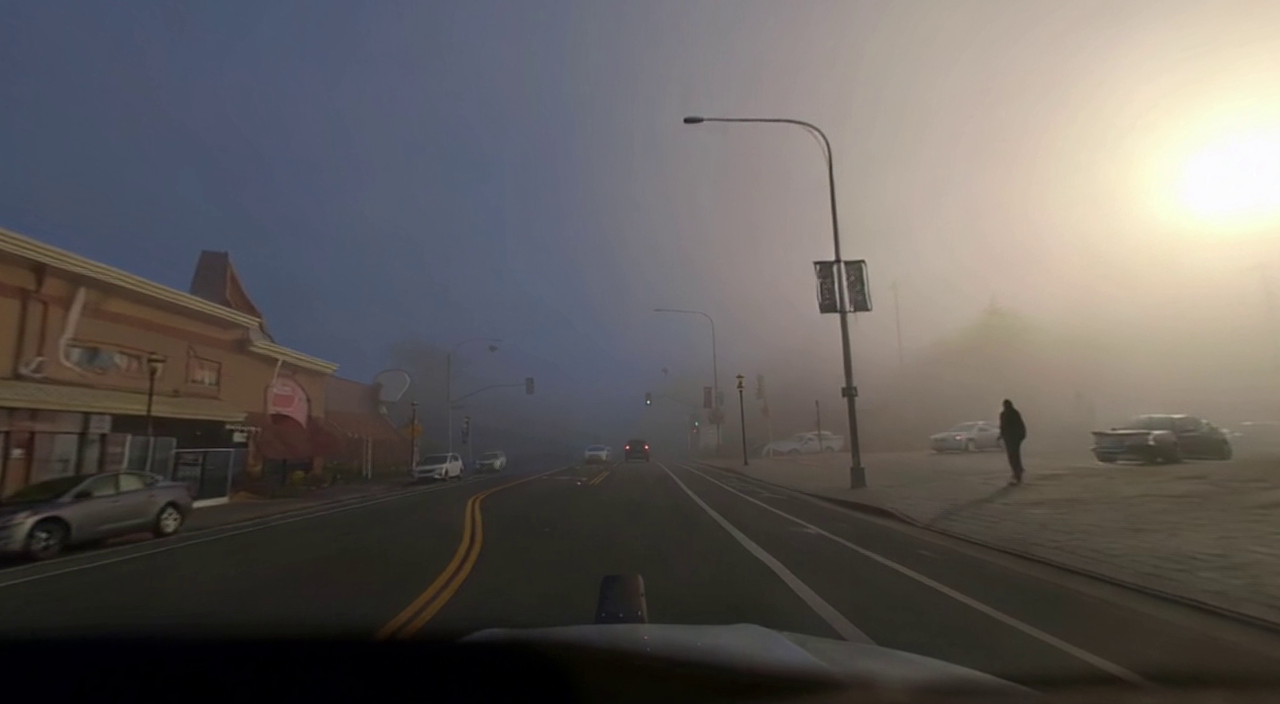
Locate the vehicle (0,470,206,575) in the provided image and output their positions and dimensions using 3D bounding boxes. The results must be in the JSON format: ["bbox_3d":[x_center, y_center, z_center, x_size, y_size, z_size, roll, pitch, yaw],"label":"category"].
[{"bbox_3d":[-10.966,3.130,12.319,1.828,1.470,4.523,0,-8,-1],"label":"vehicle"}]

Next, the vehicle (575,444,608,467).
[{"bbox_3d":[-3.223,6.950,42.664,1.987,1.461,4.228,0,-8,-1],"label":"vehicle"}]

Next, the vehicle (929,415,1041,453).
[{"bbox_3d":[16.745,4.006,30.854,4.135,1.753,2.122,0,-8,1],"label":"vehicle"}]

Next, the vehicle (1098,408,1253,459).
[{"bbox_3d":[17.048,2.695,20.459,1.773,1.446,4.421,-2,-9,10],"label":"vehicle"}]

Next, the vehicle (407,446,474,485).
[{"bbox_3d":[-10.873,6.183,34.786,2.033,1.930,4.786,0,-8,1],"label":"vehicle"}]

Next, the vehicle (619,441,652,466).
[{"bbox_3d":[-0.281,6.866,42.802,2.105,1.611,3.750,0,-8,0],"label":"vehicle"}]
